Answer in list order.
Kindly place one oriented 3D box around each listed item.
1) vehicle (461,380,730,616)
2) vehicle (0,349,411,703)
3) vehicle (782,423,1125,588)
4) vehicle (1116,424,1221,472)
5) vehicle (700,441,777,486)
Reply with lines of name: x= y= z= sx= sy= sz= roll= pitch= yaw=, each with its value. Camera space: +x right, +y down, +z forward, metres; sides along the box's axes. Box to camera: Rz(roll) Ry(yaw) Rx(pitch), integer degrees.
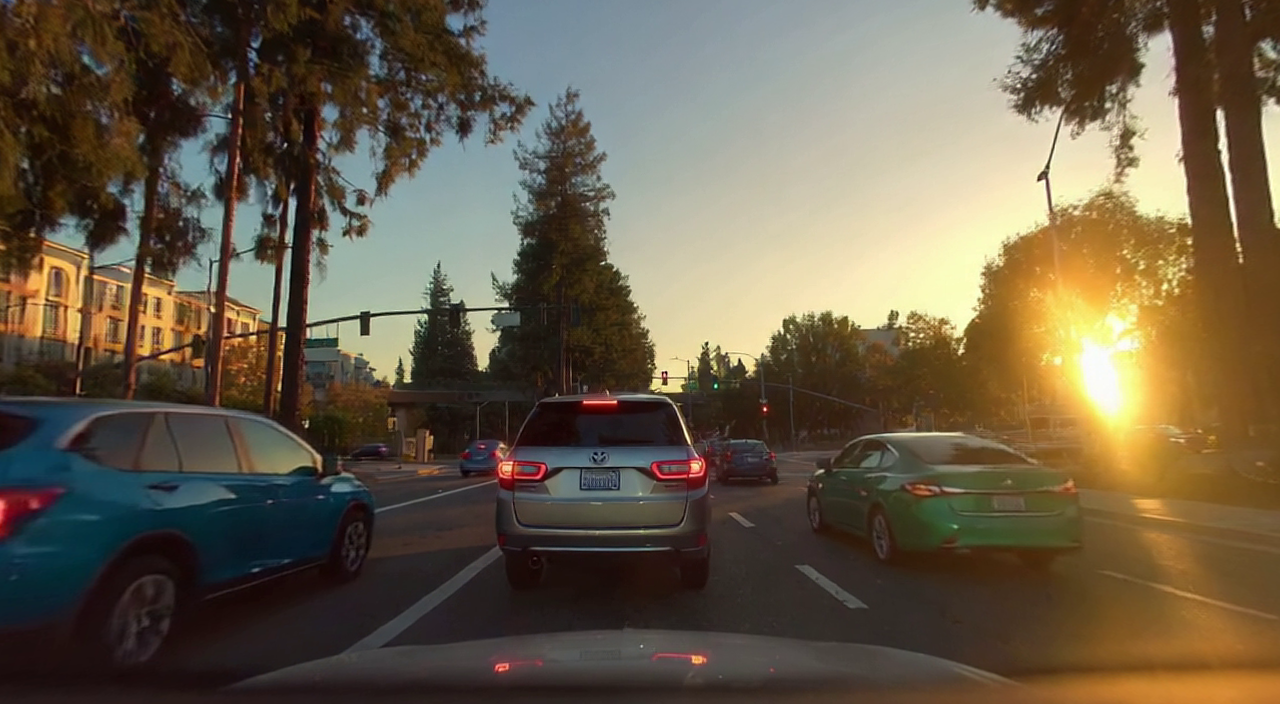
vehicle: x=-0.351 y=1.438 z=7.091 sx=2.064 sy=1.817 sz=4.298 roll=0 pitch=-8 yaw=0
vehicle: x=-3.707 y=1.147 z=4.845 sx=2.160 sy=1.666 sz=4.583 roll=0 pitch=-8 yaw=0
vehicle: x=3.353 y=1.721 z=7.934 sx=2.121 sy=1.494 sz=4.208 roll=0 pitch=-8 yaw=0
vehicle: x=19.313 y=3.504 z=22.982 sx=4.215 sy=1.578 sz=1.892 roll=7 pitch=-11 yaw=-37
vehicle: x=3.366 y=3.898 z=22.385 sx=2.104 sy=1.441 sz=4.240 roll=0 pitch=-8 yaw=1
